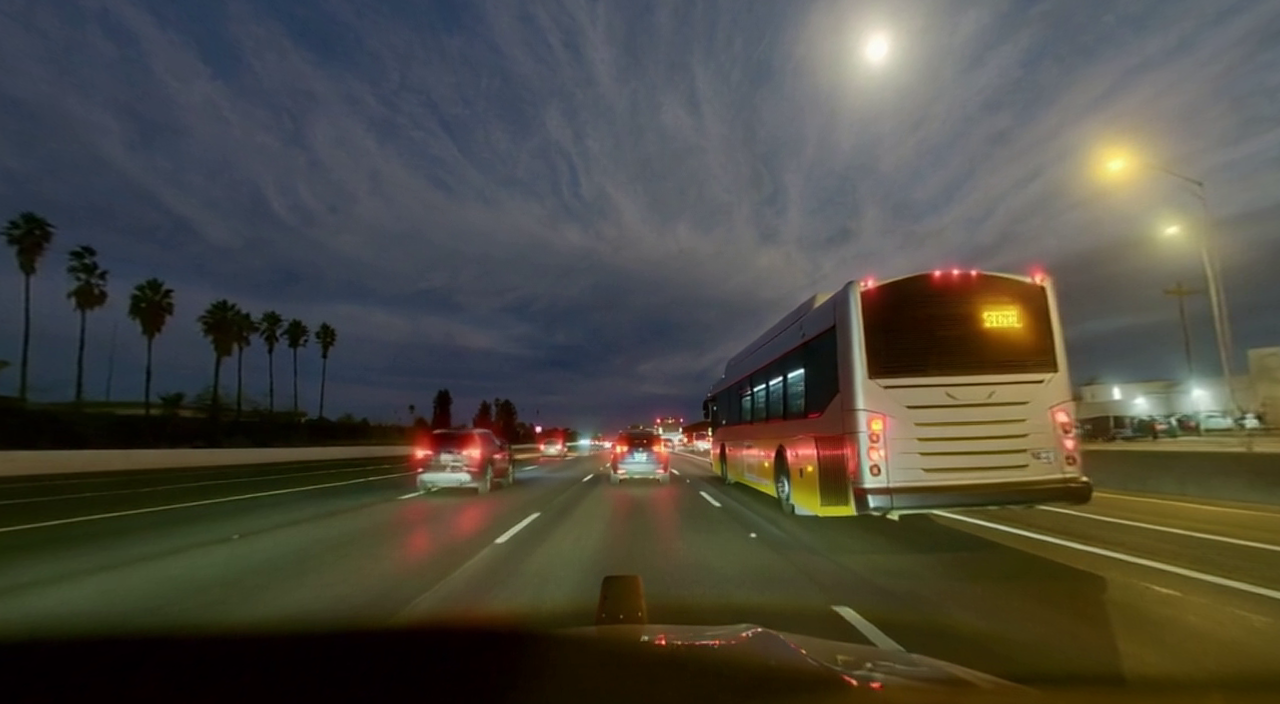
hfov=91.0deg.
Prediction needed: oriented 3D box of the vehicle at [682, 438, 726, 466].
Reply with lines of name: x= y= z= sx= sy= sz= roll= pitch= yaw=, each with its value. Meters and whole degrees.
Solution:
vehicle: x=3.774 y=5.992 z=37.830 sx=2.039 sy=1.516 sz=4.521 roll=0 pitch=-9 yaw=-2

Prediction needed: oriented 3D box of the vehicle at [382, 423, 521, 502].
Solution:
vehicle: x=-4.704 y=2.847 z=16.583 sx=2.100 sy=1.765 sz=4.743 roll=0 pitch=-9 yaw=1

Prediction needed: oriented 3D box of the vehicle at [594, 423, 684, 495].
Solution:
vehicle: x=0.014 y=3.036 z=18.103 sx=2.268 sy=1.796 sz=4.280 roll=0 pitch=-9 yaw=1

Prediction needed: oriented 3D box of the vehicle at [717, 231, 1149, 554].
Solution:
vehicle: x=4.043 y=1.461 z=14.119 sx=3.020 sy=3.622 sz=14.302 roll=0 pitch=-9 yaw=1

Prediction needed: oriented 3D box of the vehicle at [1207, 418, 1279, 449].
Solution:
vehicle: x=32.134 y=4.274 z=32.726 sx=1.795 sy=1.481 sz=3.986 roll=-1 pitch=-9 yaw=4
